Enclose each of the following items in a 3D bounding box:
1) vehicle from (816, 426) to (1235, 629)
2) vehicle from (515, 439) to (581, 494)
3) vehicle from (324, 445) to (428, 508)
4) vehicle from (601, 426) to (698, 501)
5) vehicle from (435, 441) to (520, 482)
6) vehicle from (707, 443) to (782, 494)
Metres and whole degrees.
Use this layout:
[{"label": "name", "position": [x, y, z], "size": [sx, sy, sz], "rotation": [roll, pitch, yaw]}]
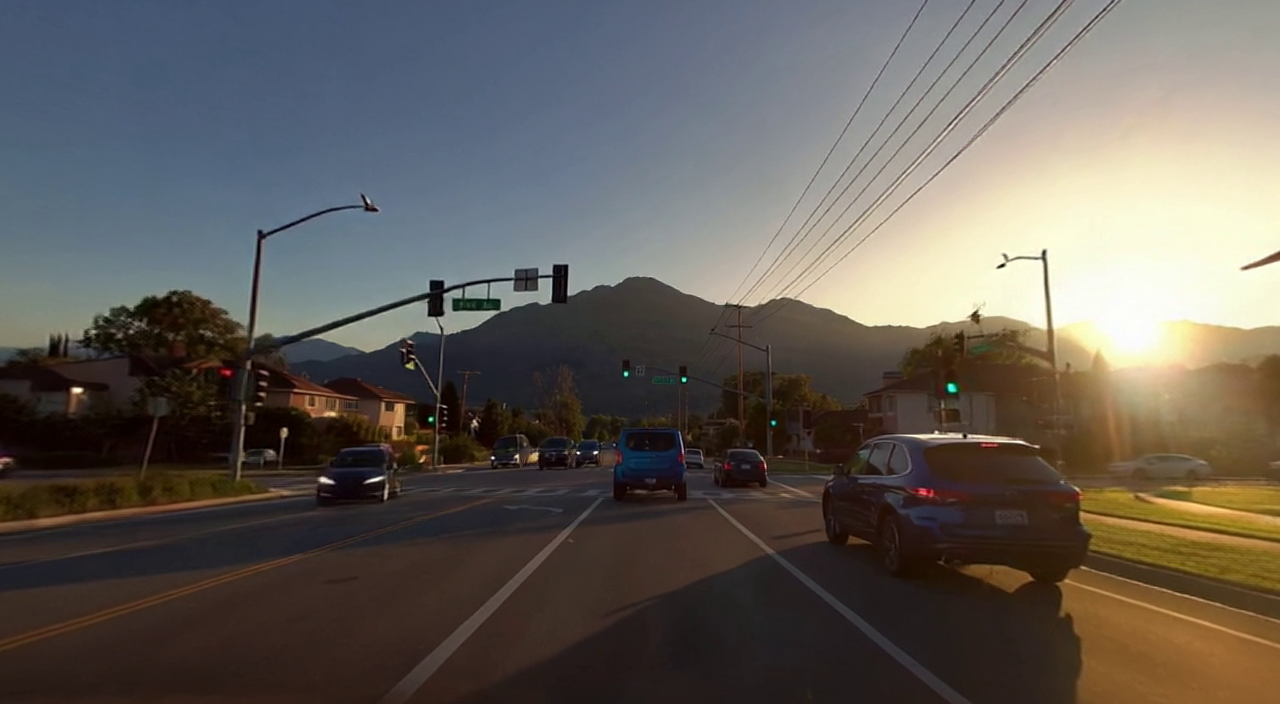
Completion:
[{"label": "vehicle", "position": [3.879, 1.814, 7.680], "size": [2.155, 1.658, 4.721], "rotation": [0, -8, 1]}, {"label": "vehicle", "position": [-3.317, 4.008, 22.485], "size": [2.059, 1.749, 4.458], "rotation": [1, -9, -10]}, {"label": "vehicle", "position": [-7.477, 3.495, 18.328], "size": [2.005, 1.533, 4.644], "rotation": [2, -9, -13]}, {"label": "vehicle", "position": [0.281, 3.419, 19.802], "size": [2.636, 2.011, 5.130], "rotation": [0, -8, 1]}, {"label": "vehicle", "position": [-7.985, 5.281, 30.737], "size": [1.999, 1.864, 4.530], "rotation": [8, -11, -42]}, {"label": "vehicle", "position": [3.685, 4.175, 22.968], "size": [1.957, 1.646, 4.355], "rotation": [0, -8, 0]}]
